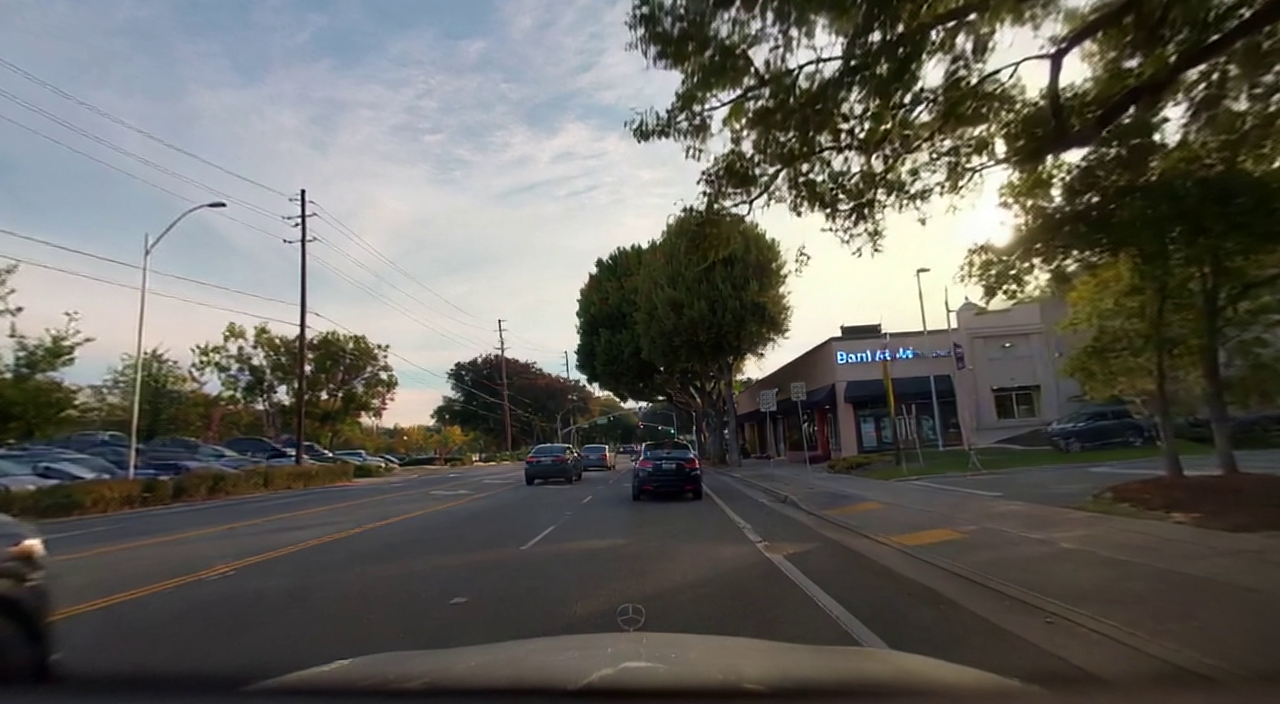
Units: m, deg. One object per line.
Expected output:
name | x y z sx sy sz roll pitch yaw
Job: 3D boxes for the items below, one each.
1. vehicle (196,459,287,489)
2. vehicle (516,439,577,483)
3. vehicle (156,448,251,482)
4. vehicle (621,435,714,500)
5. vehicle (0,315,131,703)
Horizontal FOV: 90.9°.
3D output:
vehicle | -22.625 6.903 36.036 1.862 1.468 4.708 -1 -8 5
vehicle | -3.819 4.531 26.482 1.862 1.694 4.315 0 -8 1
vehicle | -28.657 7.399 41.448 4.703 2.084 2.143 -1 -8 5
vehicle | 0.650 3.244 18.132 2.108 1.612 4.246 1 -8 -5
vehicle | -3.598 0.493 0.428 2.064 1.859 5.154 0 -8 2
